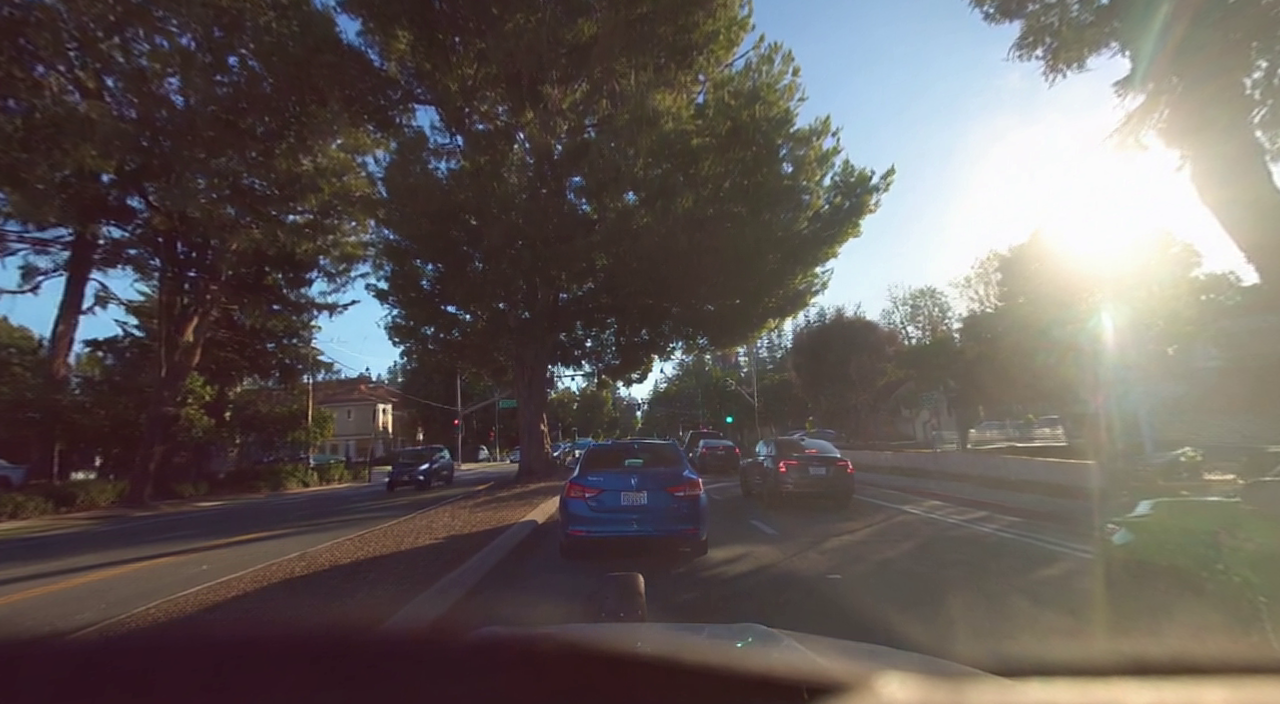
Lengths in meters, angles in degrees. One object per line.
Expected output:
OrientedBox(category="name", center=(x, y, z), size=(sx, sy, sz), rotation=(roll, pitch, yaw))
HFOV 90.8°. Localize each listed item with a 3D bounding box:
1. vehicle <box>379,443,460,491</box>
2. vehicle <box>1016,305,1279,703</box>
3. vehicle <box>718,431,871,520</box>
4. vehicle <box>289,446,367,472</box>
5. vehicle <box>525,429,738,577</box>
OrientedBox(category="vehicle", center=(-8.867, 4.628, 25.842), size=(1.996, 1.680, 4.203), rotation=(-2, -8, -2))
OrientedBox(category="vehicle", center=(3.384, 0.619, 1.695), size=(2.006, 1.766, 4.345), rotation=(0, -8, -1))
OrientedBox(category="vehicle", center=(2.964, 2.470, 13.266), size=(1.971, 1.517, 4.521), rotation=(0, -8, -1))
OrientedBox(category="vehicle", center=(-19.871, 6.807, 40.349), size=(3.957, 1.630, 1.881), rotation=(0, -8, -1))
OrientedBox(category="vehicle", center=(-0.123, 1.869, 8.656), size=(2.186, 1.500, 4.141), rotation=(0, -8, -1))
